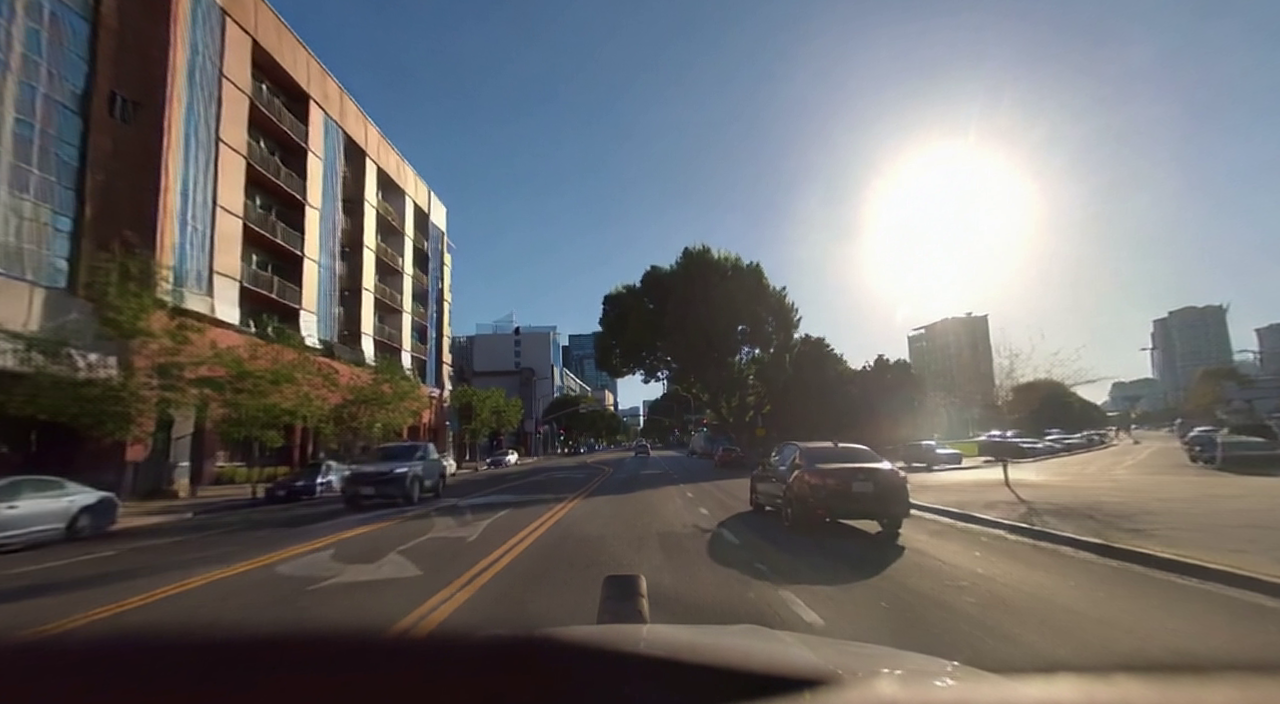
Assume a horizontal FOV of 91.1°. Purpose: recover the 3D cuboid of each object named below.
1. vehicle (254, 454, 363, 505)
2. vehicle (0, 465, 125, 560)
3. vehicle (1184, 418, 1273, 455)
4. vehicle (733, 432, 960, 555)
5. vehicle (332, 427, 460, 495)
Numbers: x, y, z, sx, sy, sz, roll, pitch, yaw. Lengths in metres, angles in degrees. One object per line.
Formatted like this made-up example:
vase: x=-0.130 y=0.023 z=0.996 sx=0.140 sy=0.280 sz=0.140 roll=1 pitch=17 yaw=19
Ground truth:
vehicle: x=-12.234 y=4.685 z=23.509 sx=1.867 sy=1.583 sz=4.108 roll=-1 pitch=-8 yaw=-1
vehicle: x=-12.228 y=2.953 z=11.367 sx=1.910 sy=1.511 sz=4.565 roll=-1 pitch=-7 yaw=0
vehicle: x=32.410 y=4.740 z=34.745 sx=2.005 sy=1.825 sz=4.889 roll=-5 pitch=-10 yaw=25
vehicle: x=2.928 y=2.103 z=10.112 sx=2.080 sy=1.524 sz=4.348 roll=0 pitch=-8 yaw=-1
vehicle: x=-8.391 y=3.808 z=22.289 sx=2.379 sy=2.086 sz=5.321 roll=0 pitch=-8 yaw=0
